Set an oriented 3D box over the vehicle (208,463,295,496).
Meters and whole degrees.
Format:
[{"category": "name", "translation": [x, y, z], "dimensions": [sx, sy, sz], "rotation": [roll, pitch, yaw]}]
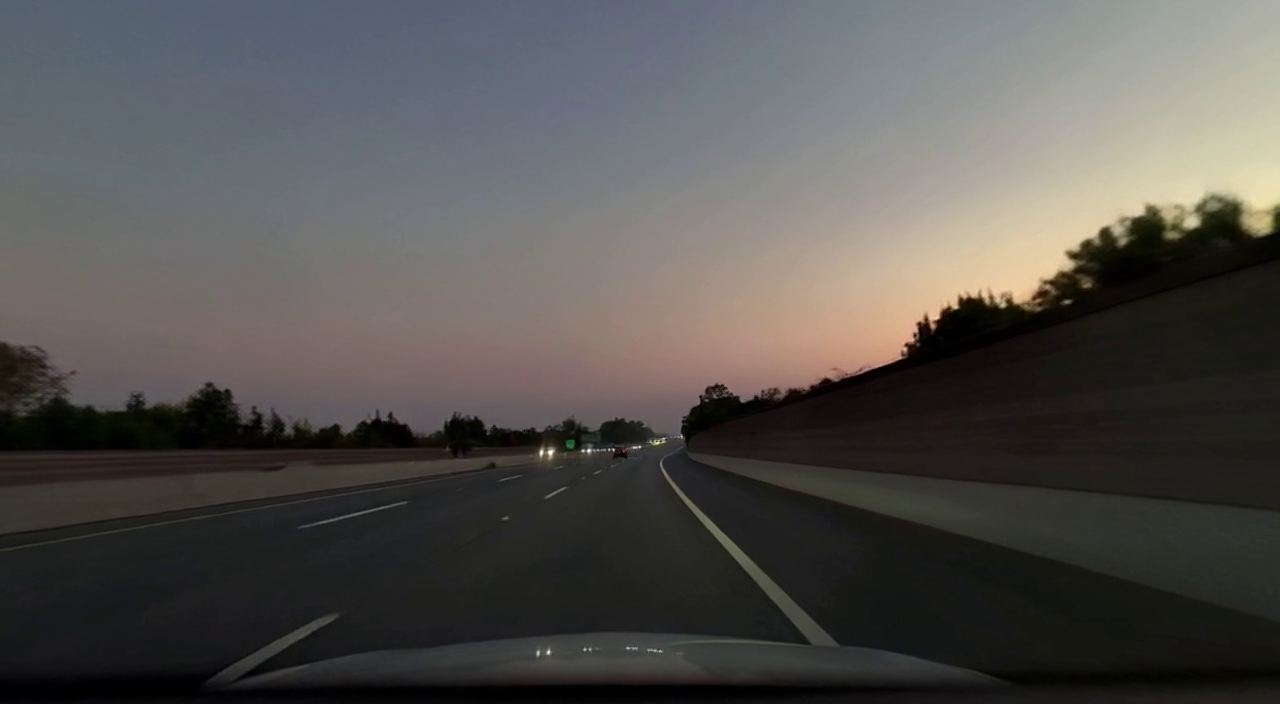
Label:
[{"category": "vehicle", "translation": [-20.838, 6.835, 33.810], "dimensions": [1.872, 1.532, 4.234], "rotation": [-1, -9, 1]}]
